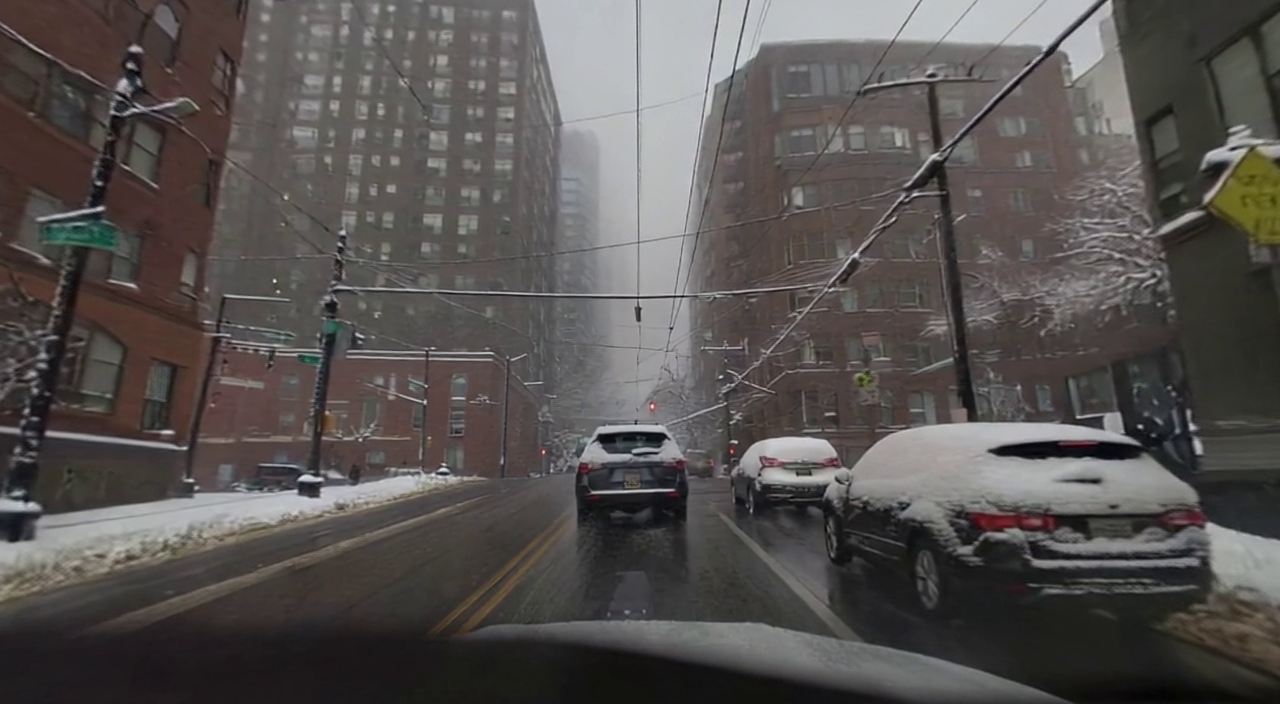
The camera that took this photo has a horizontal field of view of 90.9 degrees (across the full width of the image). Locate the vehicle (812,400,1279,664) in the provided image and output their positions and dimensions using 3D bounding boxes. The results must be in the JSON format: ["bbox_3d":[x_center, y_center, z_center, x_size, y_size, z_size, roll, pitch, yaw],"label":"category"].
[{"bbox_3d":[3.163,1.389,5.914,1.906,1.578,4.020,0,-8,-1],"label":"vehicle"}]

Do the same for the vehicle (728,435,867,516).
[{"bbox_3d":[3.190,2.584,13.715,1.970,1.452,4.227,0,-8,1],"label":"vehicle"}]

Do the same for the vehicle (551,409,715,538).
[{"bbox_3d":[-0.140,1.958,10.696,2.232,1.736,4.036,0,-8,-1],"label":"vehicle"}]
